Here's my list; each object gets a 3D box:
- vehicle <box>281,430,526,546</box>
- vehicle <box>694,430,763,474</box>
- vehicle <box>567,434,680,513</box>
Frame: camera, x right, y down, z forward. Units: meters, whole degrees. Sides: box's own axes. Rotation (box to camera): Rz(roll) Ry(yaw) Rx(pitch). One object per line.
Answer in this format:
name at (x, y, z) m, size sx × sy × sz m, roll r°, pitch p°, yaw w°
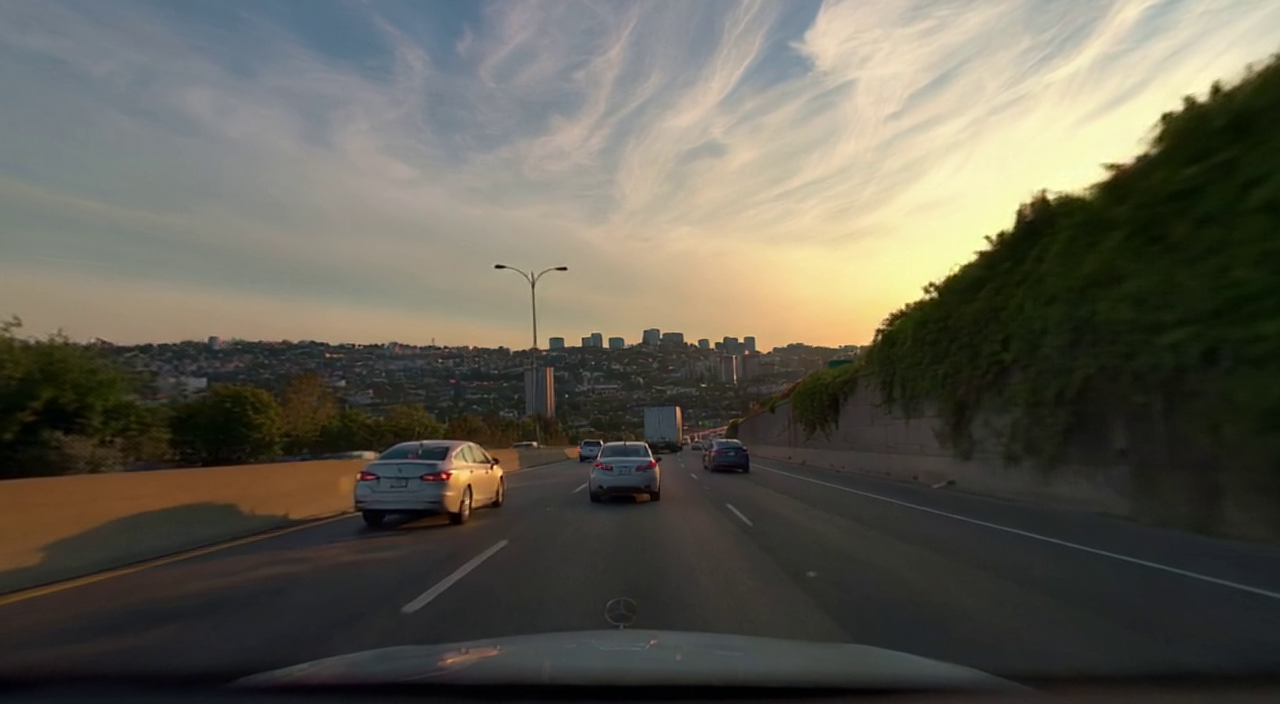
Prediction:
vehicle at (-3.527, 2.151, 10.753) m, size 2.130 × 1.474 × 5.027 m, roll -1°, pitch -9°, yaw 1°
vehicle at (3.595, 4.211, 26.651) m, size 2.166 × 1.666 × 4.618 m, roll 0°, pitch -9°, yaw -1°
vehicle at (-0.287, 2.598, 13.966) m, size 2.136 × 1.470 × 3.971 m, roll 0°, pitch -9°, yaw 1°
